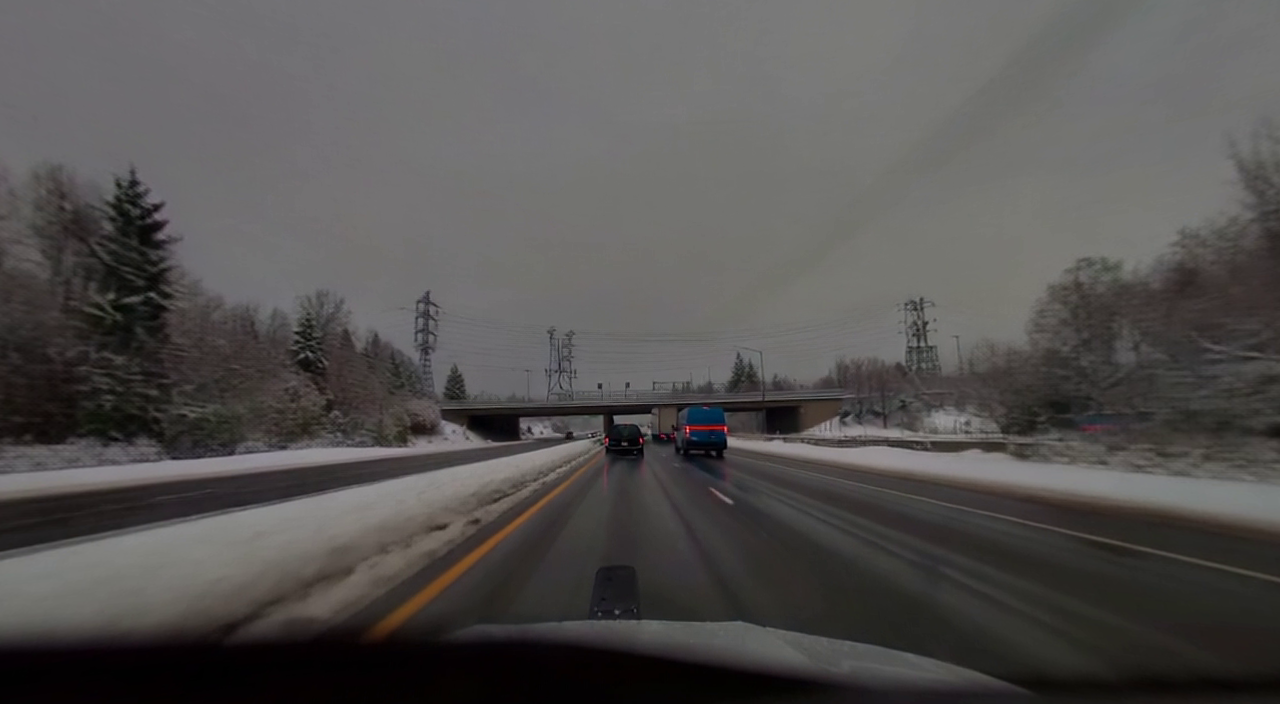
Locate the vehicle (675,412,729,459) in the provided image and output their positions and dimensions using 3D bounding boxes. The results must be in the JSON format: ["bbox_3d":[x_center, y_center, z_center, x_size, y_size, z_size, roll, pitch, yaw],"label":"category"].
[{"bbox_3d":[3.463,4.805,36.319,2.387,2.506,5.374,0,-8,-2],"label":"vehicle"}]

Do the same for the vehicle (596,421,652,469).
[{"bbox_3d":[-0.651,3.715,25.410,2.073,1.750,4.116,0,-8,-2],"label":"vehicle"}]
